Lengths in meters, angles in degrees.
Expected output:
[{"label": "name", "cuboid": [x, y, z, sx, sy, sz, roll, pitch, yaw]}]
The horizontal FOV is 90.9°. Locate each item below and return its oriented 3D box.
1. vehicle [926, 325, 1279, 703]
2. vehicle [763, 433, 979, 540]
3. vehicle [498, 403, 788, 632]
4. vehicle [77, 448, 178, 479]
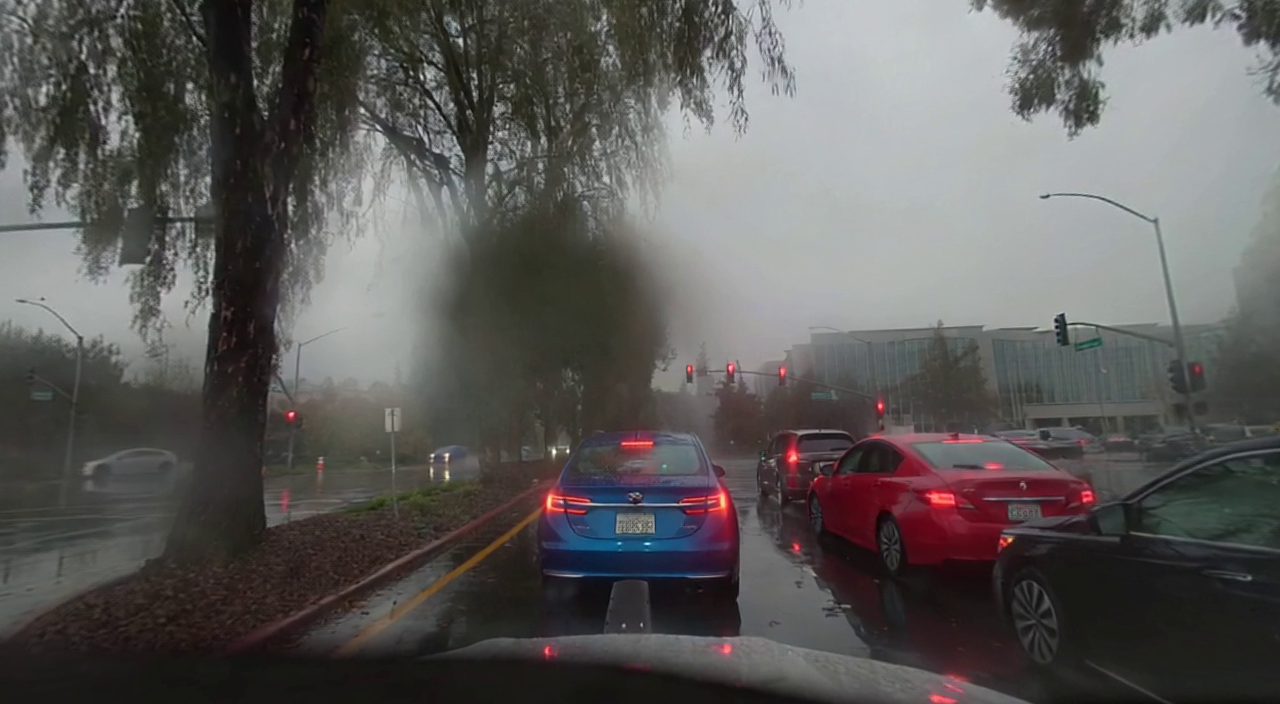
[{"label": "vehicle", "cuboid": [3.751, 0.932, 3.436, 2.162, 1.829, 4.519, 0, -9, -1]}, {"label": "vehicle", "cuboid": [3.725, 2.260, 11.297, 2.054, 1.482, 4.654, 0, -9, -1]}, {"label": "vehicle", "cuboid": [0.003, 1.476, 6.510, 2.074, 1.631, 3.793, 0, -9, -1]}, {"label": "vehicle", "cuboid": [-36.510, 7.939, 45.164, 5.321, 2.089, 2.177, 6, -11, -34]}]
